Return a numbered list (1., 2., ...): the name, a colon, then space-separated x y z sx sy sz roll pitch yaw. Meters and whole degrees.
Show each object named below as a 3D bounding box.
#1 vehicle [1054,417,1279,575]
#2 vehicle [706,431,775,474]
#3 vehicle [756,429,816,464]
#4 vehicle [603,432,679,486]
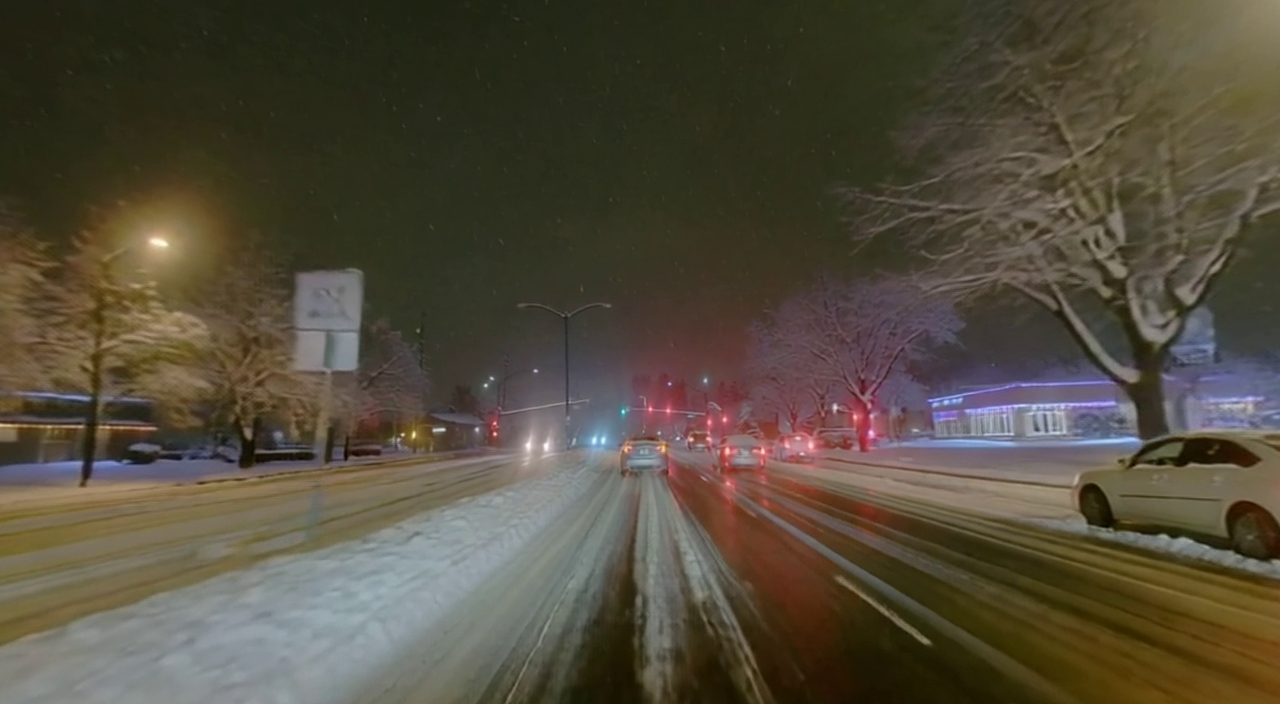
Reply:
1. vehicle: 7.189 1.561 7.262 1.892 1.515 4.400 0 -8 1
2. vehicle: 3.787 3.875 24.520 1.988 1.528 4.144 0 -8 0
3. vehicle: 7.573 4.941 33.124 2.044 1.701 4.397 0 -8 0
4. vehicle: 0.064 3.215 19.283 2.096 1.473 3.893 0 -8 1
